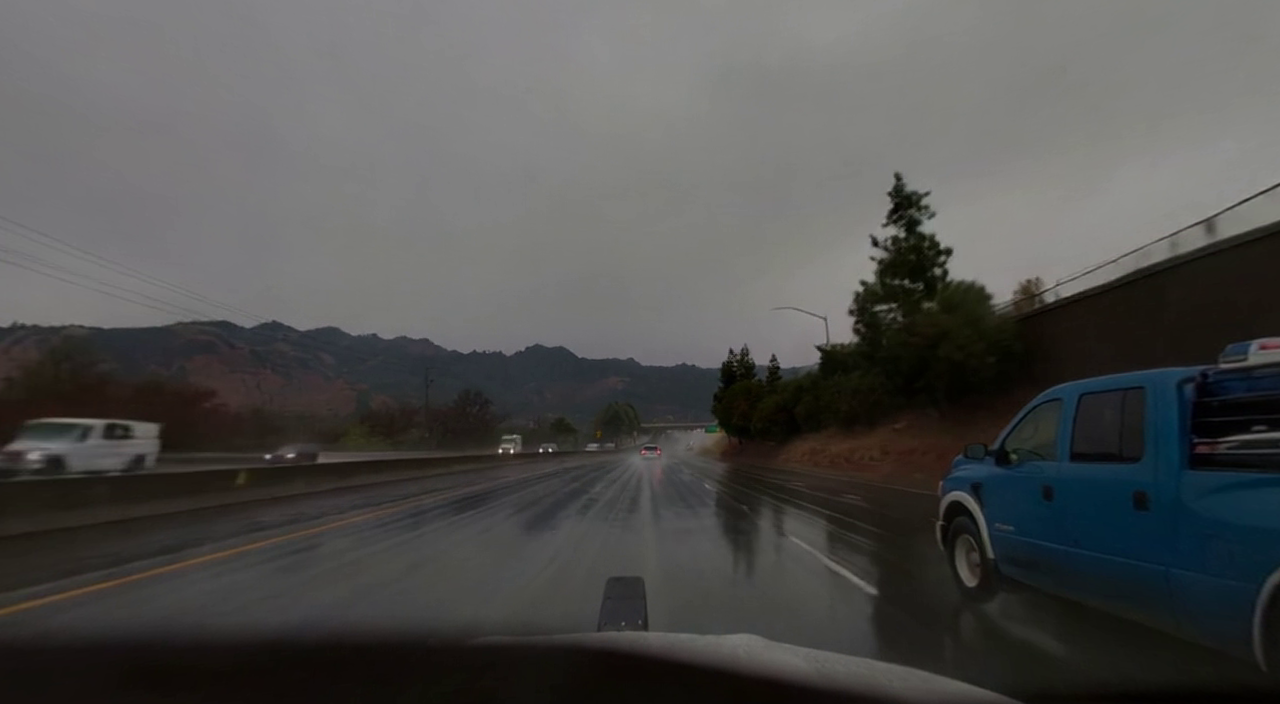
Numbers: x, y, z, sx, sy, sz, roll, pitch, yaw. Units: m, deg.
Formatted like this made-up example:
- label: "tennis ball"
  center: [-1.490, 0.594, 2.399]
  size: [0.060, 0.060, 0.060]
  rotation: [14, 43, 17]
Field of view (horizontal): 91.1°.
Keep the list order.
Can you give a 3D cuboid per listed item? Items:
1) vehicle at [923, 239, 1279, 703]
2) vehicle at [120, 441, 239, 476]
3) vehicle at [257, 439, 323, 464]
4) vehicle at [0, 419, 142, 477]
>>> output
- label: "vehicle"
  center: [3.901, 0.648, 2.475]
  size: [2.538, 2.228, 6.370]
  rotation: [0, -9, 0]
- label: "vehicle"
  center: [-21.161, 4.893, 29.143]
  size: [1.904, 1.488, 4.675]
  rotation: [0, -9, 1]
- label: "vehicle"
  center: [-25.155, 7.178, 45.303]
  size: [1.995, 1.687, 4.555]
  rotation: [0, -9, 1]
- label: "vehicle"
  center: [-25.412, 4.212, 27.629]
  size: [2.331, 2.254, 5.541]
  rotation: [0, -9, 1]
